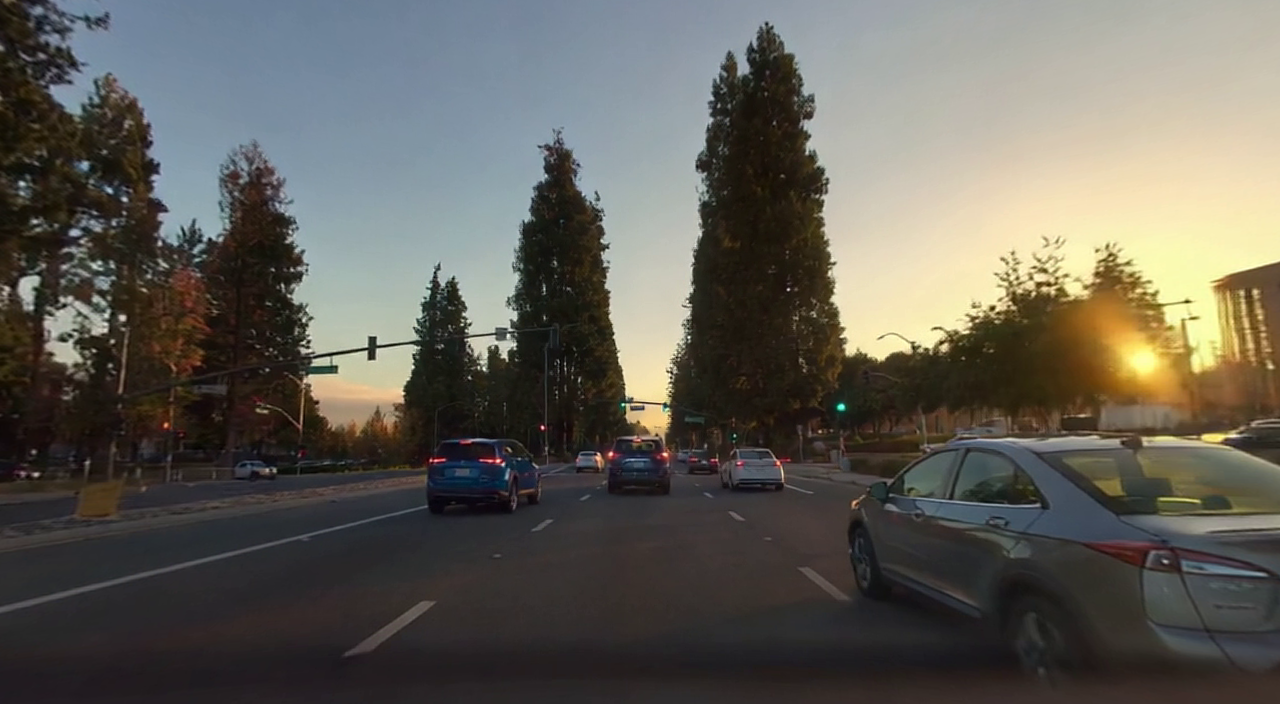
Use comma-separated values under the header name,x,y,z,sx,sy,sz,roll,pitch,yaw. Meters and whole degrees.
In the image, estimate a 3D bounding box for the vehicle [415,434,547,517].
name,x,y,z,sx,sy,sz,roll,pitch,yaw
vehicle,-3.649,2.896,15.355,2.039,1.709,4.265,0,-8,1

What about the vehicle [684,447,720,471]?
name,x,y,z,sx,sy,sz,roll,pitch,yaw
vehicle,4.161,7.245,42.902,1.996,1.443,4.270,0,-8,0

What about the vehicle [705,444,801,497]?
name,x,y,z,sx,sy,sz,roll,pitch,yaw
vehicle,3.447,3.696,20.191,2.036,1.480,4.659,0,-8,-2

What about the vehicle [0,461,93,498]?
name,x,y,z,sx,sy,sz,roll,pitch,yaw
vehicle,-33.735,6.932,34.511,5.352,1.850,2.276,0,-8,-2

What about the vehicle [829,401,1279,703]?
name,x,y,z,sx,sy,sz,roll,pitch,yaw
vehicle,3.061,1.252,4.604,1.976,1.491,4.427,0,-8,0

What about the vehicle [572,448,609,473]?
name,x,y,z,sx,sy,sz,roll,pitch,yaw
vehicle,-3.006,6.735,39.383,1.897,1.479,4.204,-1,-8,1

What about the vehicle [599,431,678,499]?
name,x,y,z,sx,sy,sz,roll,pitch,yaw
vehicle,-0.031,3.391,19.347,2.132,1.816,4.471,0,-8,0
